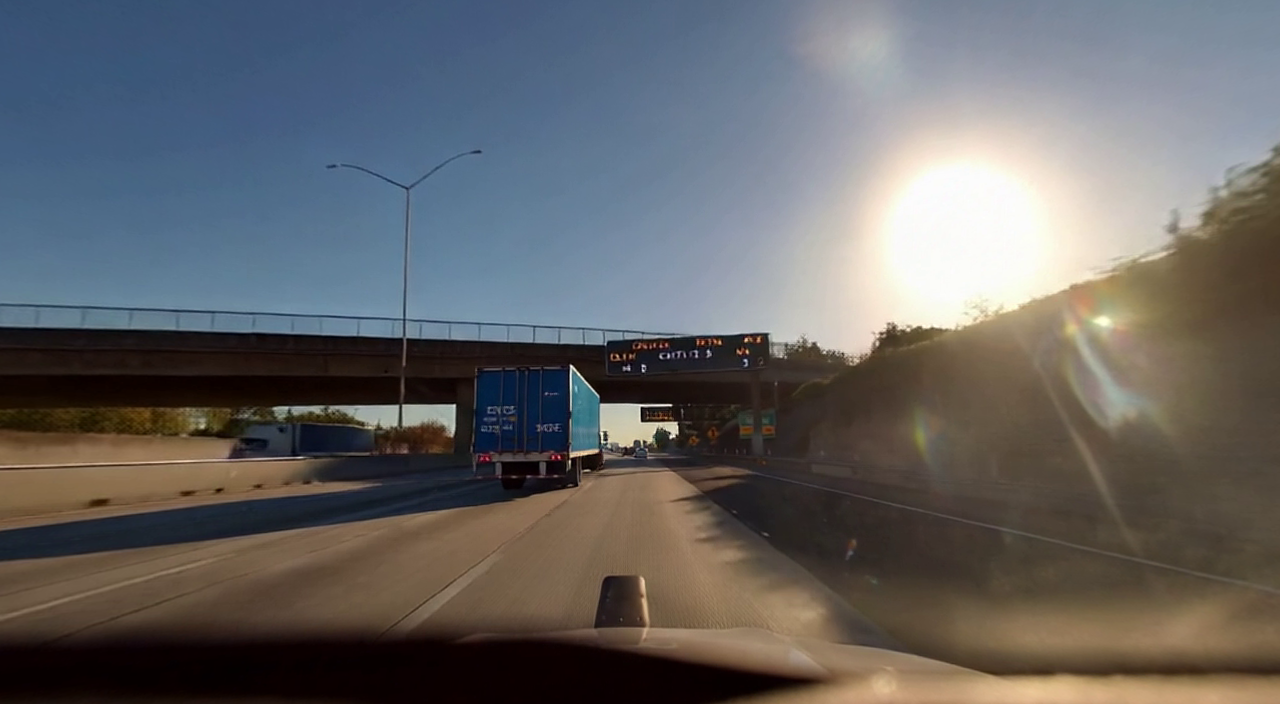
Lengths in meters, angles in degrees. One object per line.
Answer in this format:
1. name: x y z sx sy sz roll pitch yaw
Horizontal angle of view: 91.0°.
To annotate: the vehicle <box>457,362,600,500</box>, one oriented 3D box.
1. vehicle: -3.554 3.099 23.707 3.059 3.956 11.036 0 -9 1
